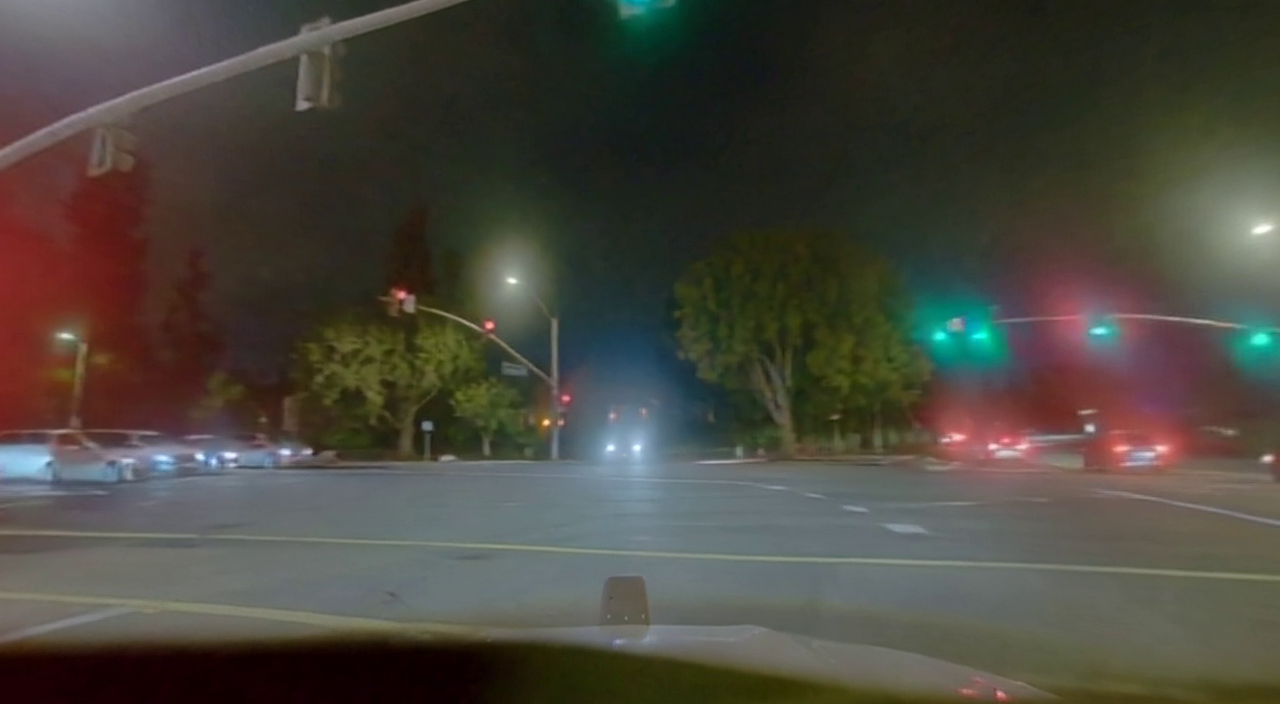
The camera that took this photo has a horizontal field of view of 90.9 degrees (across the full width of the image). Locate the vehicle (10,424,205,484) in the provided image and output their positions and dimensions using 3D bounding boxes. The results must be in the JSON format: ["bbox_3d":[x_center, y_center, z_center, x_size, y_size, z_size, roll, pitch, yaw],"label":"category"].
[{"bbox_3d":[-18.650,3.558,22.130,5.874,1.897,2.226,-3,-9,17],"label":"vehicle"}]

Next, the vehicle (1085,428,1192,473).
[{"bbox_3d":[21.601,4.288,27.587,2.120,1.767,4.856,-3,-9,20],"label":"vehicle"}]

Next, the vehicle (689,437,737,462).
[{"bbox_3d":[4.861,6.390,41.357,2.039,1.519,4.356,-4,-9,21],"label":"vehicle"}]

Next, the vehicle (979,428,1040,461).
[{"bbox_3d":[22.286,5.614,38.203,2.239,1.812,4.812,-3,-9,19],"label":"vehicle"}]
